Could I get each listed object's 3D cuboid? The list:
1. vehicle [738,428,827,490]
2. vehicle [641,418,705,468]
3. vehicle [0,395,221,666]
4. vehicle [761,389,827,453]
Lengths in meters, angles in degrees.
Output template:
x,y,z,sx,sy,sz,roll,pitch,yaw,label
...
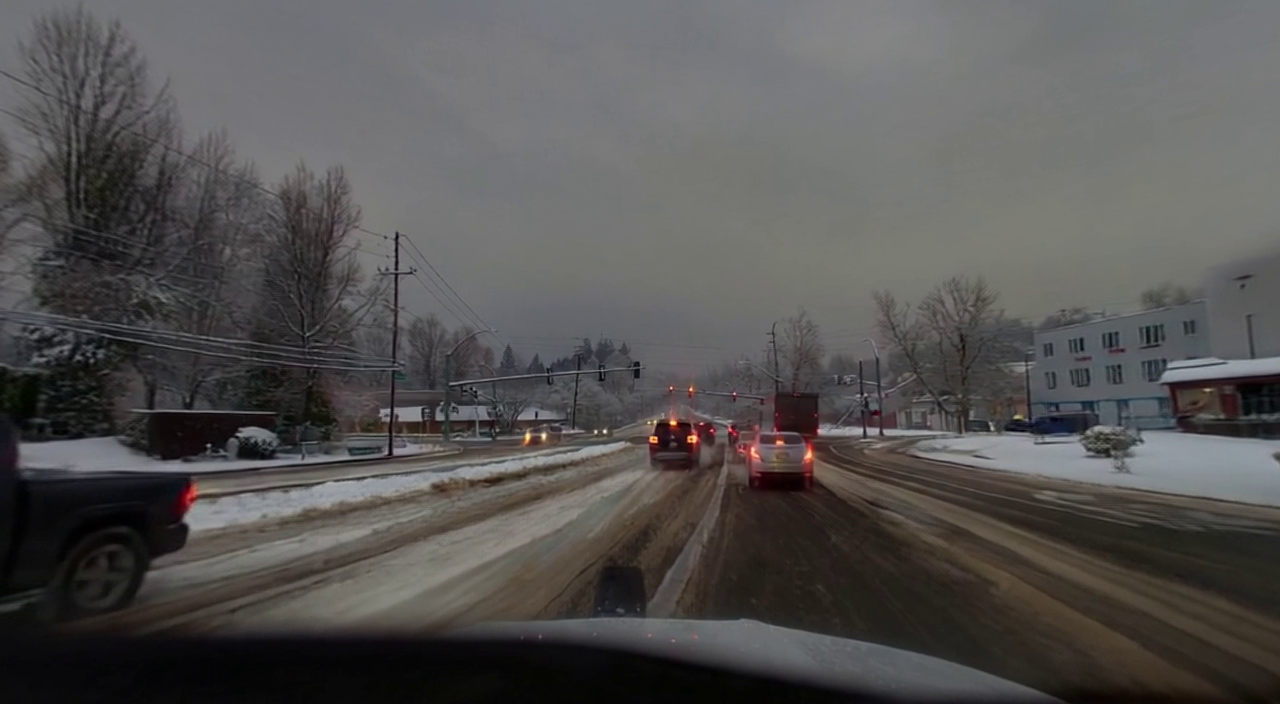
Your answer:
x,y,z,sx,sy,sz,roll,pitch,yaw,label
3.884,2.973,17.834,2.109,1.500,4.585,-1,-9,9,vehicle
1.465,3.774,26.028,2.188,1.892,4.488,-1,-9,9,vehicle
-4.717,0.936,3.108,2.010,1.515,4.152,-1,-9,9,vehicle
10.272,4.902,43.050,2.965,3.900,9.064,-1,-9,5,vehicle
